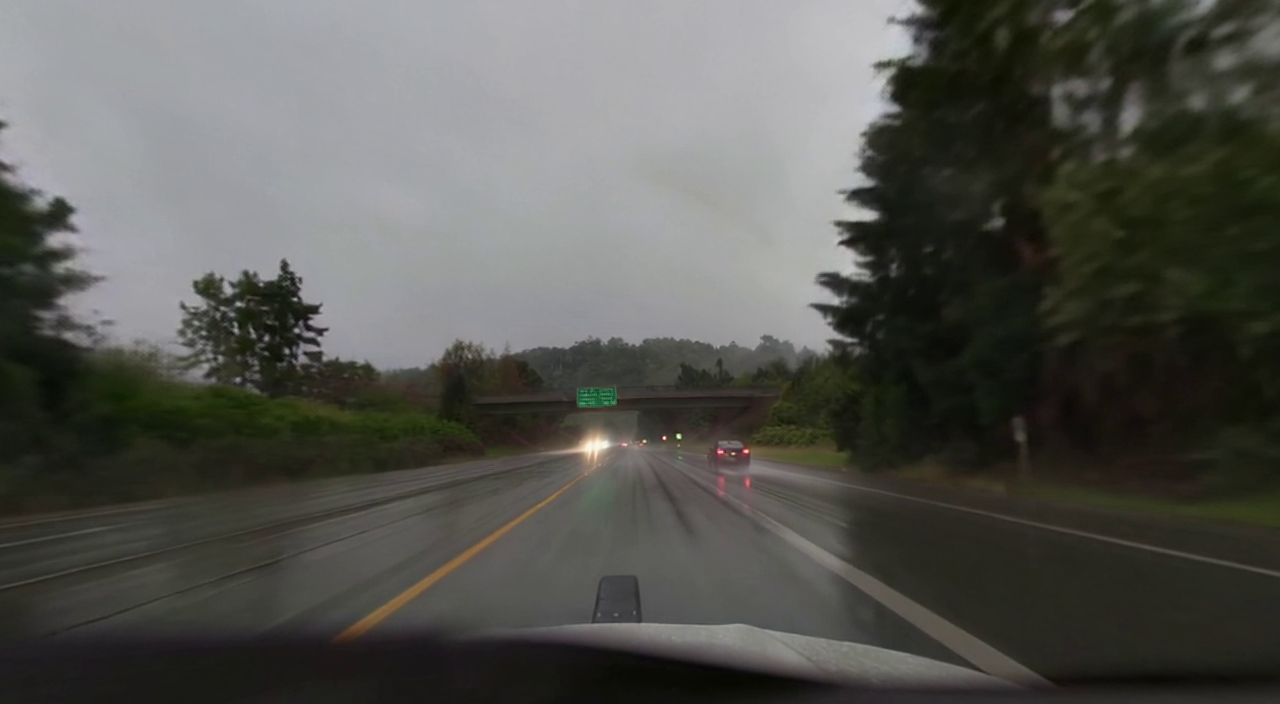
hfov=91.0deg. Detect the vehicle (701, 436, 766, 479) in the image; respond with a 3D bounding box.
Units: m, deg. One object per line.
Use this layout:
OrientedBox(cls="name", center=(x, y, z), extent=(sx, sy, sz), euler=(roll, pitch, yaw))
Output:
OrientedBox(cls="vehicle", center=(3.449, 3.942, 23.862), extent=(1.781, 1.470, 3.540), euler=(0, -8, -2))
